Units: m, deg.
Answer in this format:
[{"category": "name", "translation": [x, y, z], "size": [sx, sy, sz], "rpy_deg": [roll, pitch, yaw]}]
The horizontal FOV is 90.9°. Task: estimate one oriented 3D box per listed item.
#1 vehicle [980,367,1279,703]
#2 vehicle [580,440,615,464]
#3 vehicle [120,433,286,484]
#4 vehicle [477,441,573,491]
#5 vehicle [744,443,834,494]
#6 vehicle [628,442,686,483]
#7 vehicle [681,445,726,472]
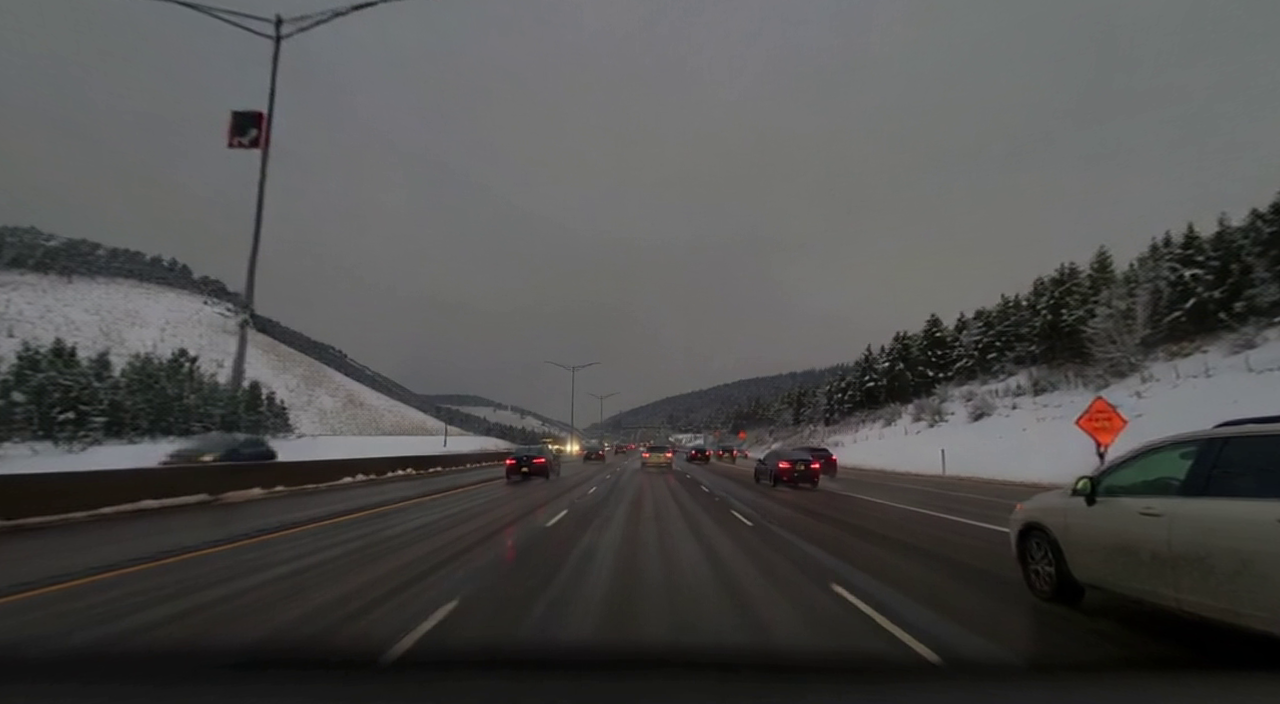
[{"category": "vehicle", "translation": [3.853, 0.915, 2.873], "size": [2.018, 1.670, 4.658], "rpy_deg": [0, -8, 1]}, {"category": "vehicle", "translation": [-3.117, 7.486, 47.264], "size": [2.234, 1.675, 4.527], "rpy_deg": [-1, -8, 2]}, {"category": "vehicle", "translation": [-14.193, 3.484, 20.907], "size": [2.252, 1.507, 4.433], "rpy_deg": [0, -8, 1]}, {"category": "vehicle", "translation": [-3.604, 3.644, 20.610], "size": [2.232, 1.438, 4.163], "rpy_deg": [-1, -8, 2]}, {"category": "vehicle", "translation": [4.755, 3.753, 20.766], "size": [1.867, 1.465, 4.093], "rpy_deg": [0, -8, -2]}, {"category": "vehicle", "translation": [0.667, 4.427, 25.571], "size": [2.138, 1.473, 4.392], "rpy_deg": [0, -8, 1]}, {"category": "vehicle", "translation": [3.621, 6.173, 36.787], "size": [2.177, 1.453, 4.205], "rpy_deg": [0, -8, 0]}]
